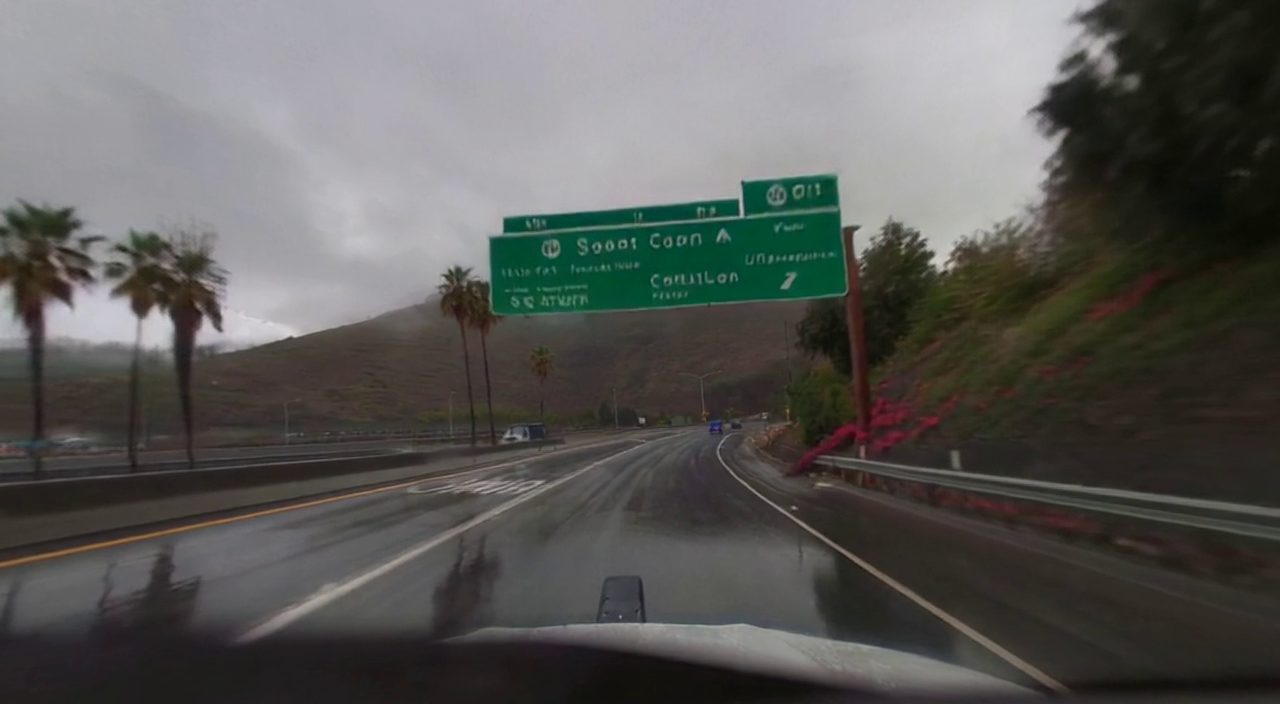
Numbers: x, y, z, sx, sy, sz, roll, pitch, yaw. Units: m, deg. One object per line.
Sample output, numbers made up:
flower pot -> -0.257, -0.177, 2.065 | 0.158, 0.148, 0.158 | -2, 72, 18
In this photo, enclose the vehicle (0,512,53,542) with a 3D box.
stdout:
vehicle -> -42.150, 11.700, 42.289 | 1.772, 1.502, 4.002 | -1, -8, 1
